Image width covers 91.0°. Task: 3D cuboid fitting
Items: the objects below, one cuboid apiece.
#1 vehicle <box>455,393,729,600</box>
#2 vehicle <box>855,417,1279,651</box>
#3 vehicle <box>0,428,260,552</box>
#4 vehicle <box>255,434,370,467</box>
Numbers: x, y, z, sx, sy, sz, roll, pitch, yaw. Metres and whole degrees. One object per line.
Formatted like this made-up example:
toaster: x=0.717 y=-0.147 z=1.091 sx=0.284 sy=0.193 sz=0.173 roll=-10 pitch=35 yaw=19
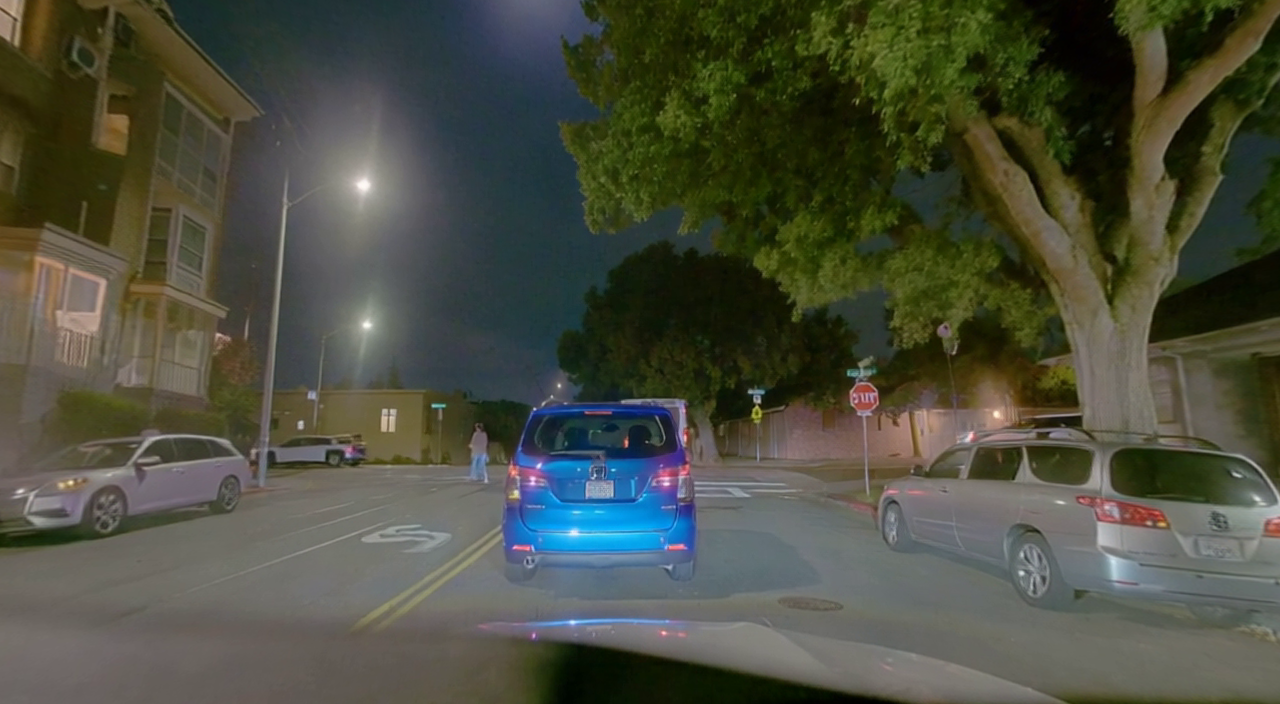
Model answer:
vehicle: x=-0.423 y=1.599 z=7.884 sx=2.377 sy=1.787 sz=4.652 roll=0 pitch=-8 yaw=0
vehicle: x=4.218 y=1.681 z=6.908 sx=1.959 sy=1.581 sz=4.731 roll=4 pitch=-9 yaw=-2
vehicle: x=-8.293 y=2.021 z=10.056 sx=1.825 sy=1.532 sz=4.083 roll=-3 pitch=-7 yaw=2
vehicle: x=-15.440 y=4.675 z=29.845 sx=4.387 sy=1.495 sz=1.811 roll=1 pitch=-8 yaw=-3
